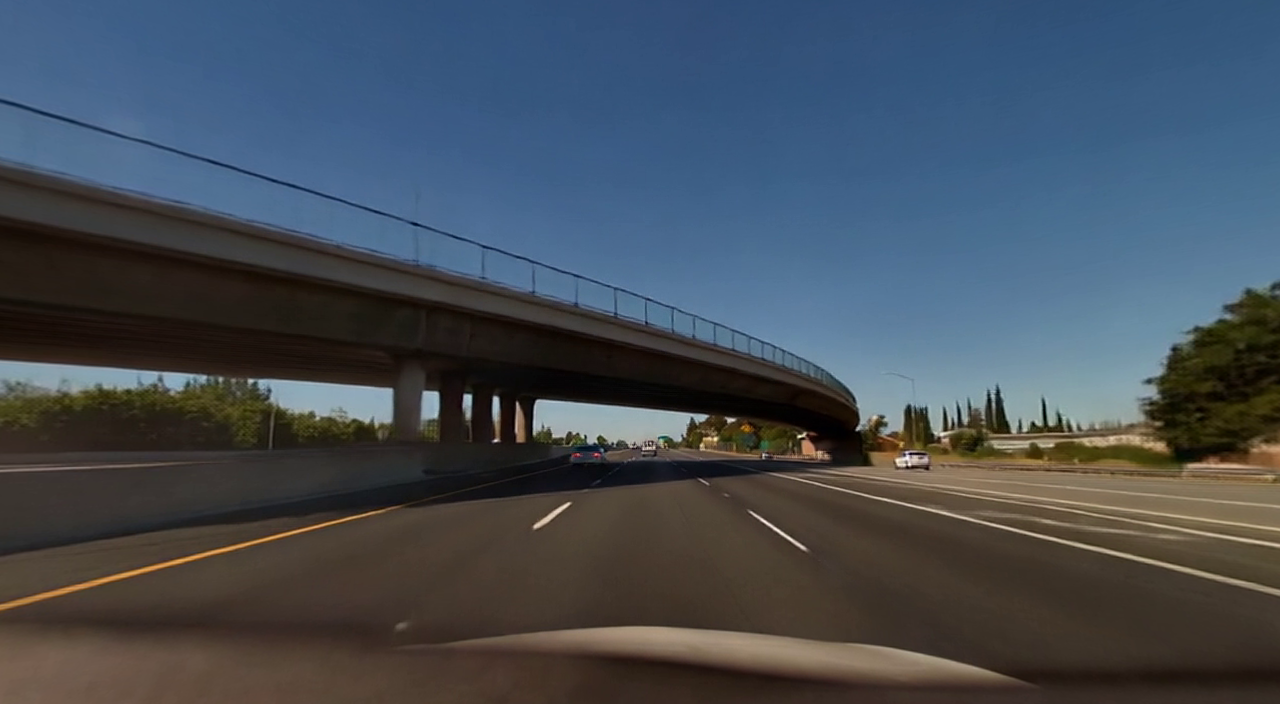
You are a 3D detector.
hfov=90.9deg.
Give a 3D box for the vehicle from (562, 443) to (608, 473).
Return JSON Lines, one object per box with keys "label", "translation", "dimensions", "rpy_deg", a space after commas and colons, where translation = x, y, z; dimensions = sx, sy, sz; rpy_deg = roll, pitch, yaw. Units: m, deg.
{"label": "vehicle", "translation": [-2.914, 5.730, 34.248], "dimensions": [1.968, 1.504, 3.892], "rpy_deg": [0, -8, 3]}
